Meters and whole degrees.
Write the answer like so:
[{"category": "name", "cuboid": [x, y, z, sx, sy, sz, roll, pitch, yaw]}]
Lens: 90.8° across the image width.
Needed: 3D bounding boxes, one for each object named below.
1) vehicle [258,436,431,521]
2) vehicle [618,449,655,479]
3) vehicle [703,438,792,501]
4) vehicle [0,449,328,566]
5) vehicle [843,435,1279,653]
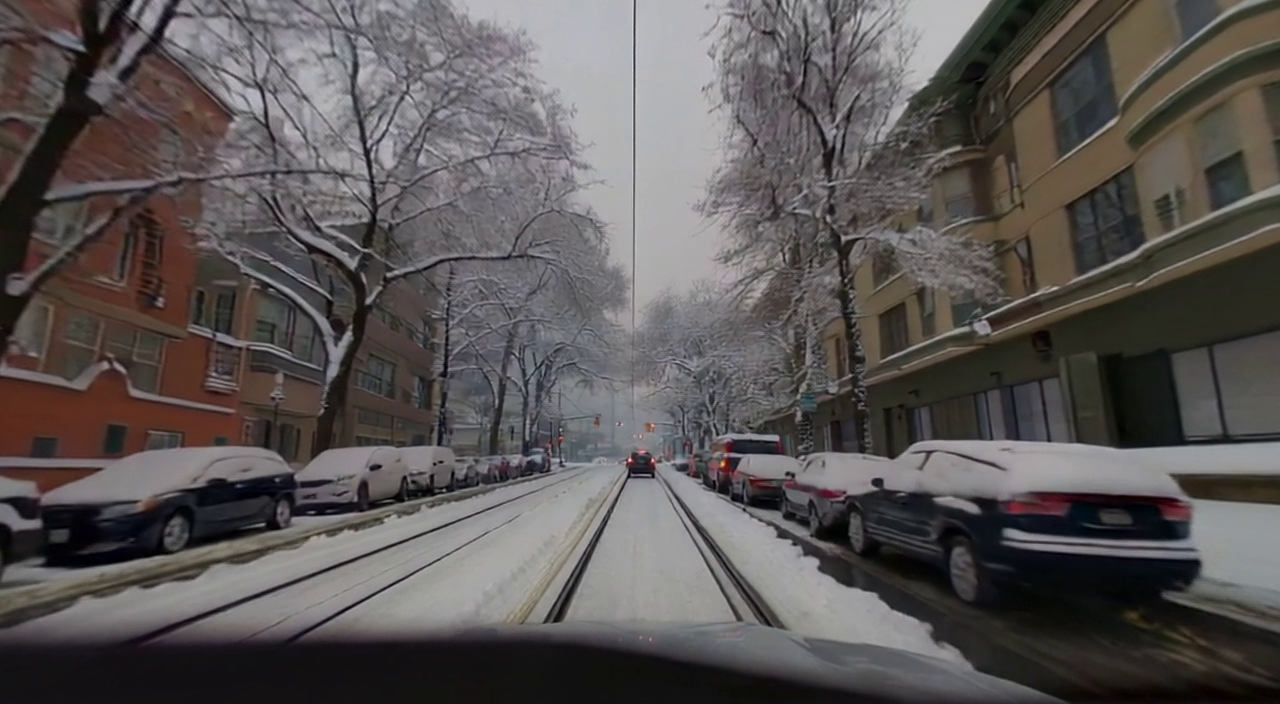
[{"category": "vehicle", "cuboid": [-7.307, 3.145, 16.369, 2.049, 1.821, 5.066, 0, -9, -1]}, {"category": "vehicle", "cuboid": [-0.189, 6.211, 35.292, 1.984, 1.571, 3.404, 0, -9, 0]}, {"category": "vehicle", "cuboid": [3.806, 4.266, 23.695, 2.242, 2.000, 6.340, 1, -8, 0]}, {"category": "vehicle", "cuboid": [-7.374, 2.389, 10.654, 1.833, 1.477, 4.851, 0, -9, -1]}, {"category": "vehicle", "cuboid": [3.886, 1.723, 6.802, 1.890, 1.559, 4.281, 0, -9, -1]}]
